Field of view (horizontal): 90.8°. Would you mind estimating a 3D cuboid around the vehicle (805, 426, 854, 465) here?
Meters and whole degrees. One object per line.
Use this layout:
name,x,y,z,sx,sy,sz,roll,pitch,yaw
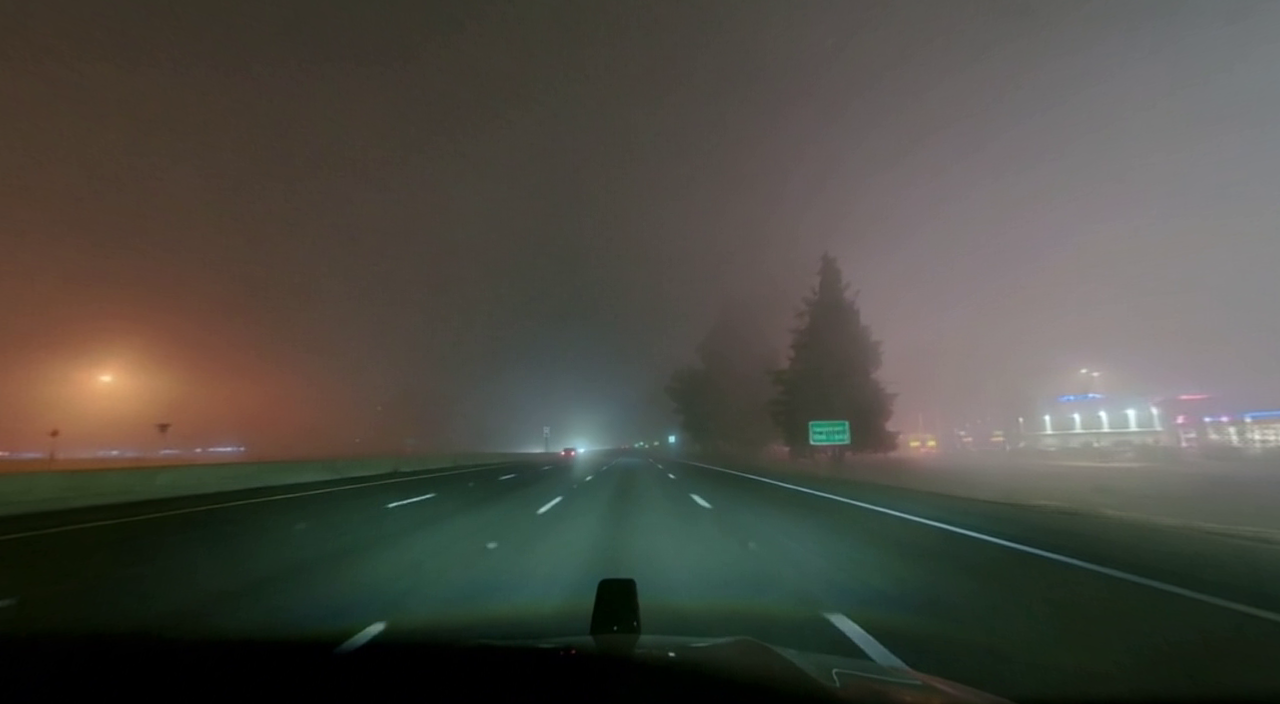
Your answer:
vehicle,14.575,7.190,48.631,2.312,2.875,2.697,3,-10,-20
